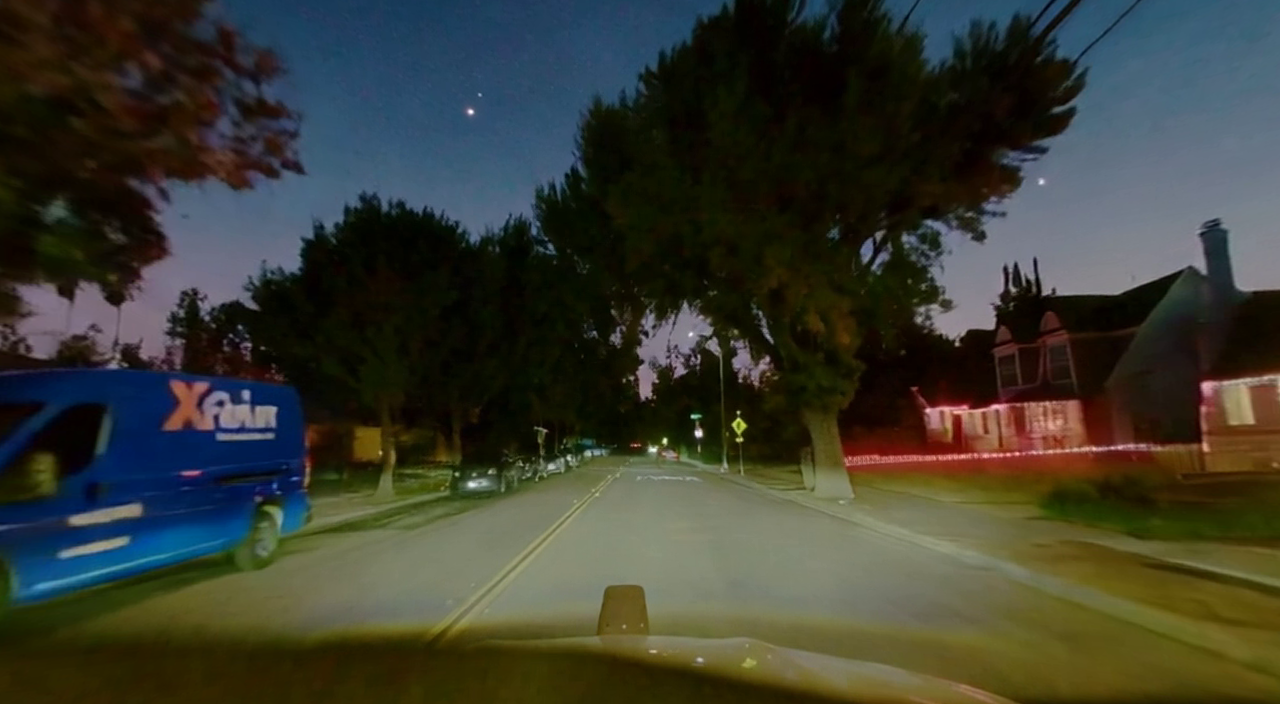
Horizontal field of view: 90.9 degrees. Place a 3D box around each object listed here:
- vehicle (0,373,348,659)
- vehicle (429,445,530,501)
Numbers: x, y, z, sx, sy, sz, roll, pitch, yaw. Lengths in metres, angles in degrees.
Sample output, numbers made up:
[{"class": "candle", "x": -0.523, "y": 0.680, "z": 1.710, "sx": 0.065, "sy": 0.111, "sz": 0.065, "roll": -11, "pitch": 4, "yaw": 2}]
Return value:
[{"class": "vehicle", "x": -5.666, "y": 1.518, "z": 6.893, "sx": 2.315, "sy": 2.008, "sz": 5.343, "roll": 0, "pitch": -8, "yaw": 1}, {"class": "vehicle", "x": -4.988, "y": 3.805, "z": 20.309, "sx": 2.038, "sy": 1.571, "sz": 4.524, "roll": 0, "pitch": -8, "yaw": 0}]
